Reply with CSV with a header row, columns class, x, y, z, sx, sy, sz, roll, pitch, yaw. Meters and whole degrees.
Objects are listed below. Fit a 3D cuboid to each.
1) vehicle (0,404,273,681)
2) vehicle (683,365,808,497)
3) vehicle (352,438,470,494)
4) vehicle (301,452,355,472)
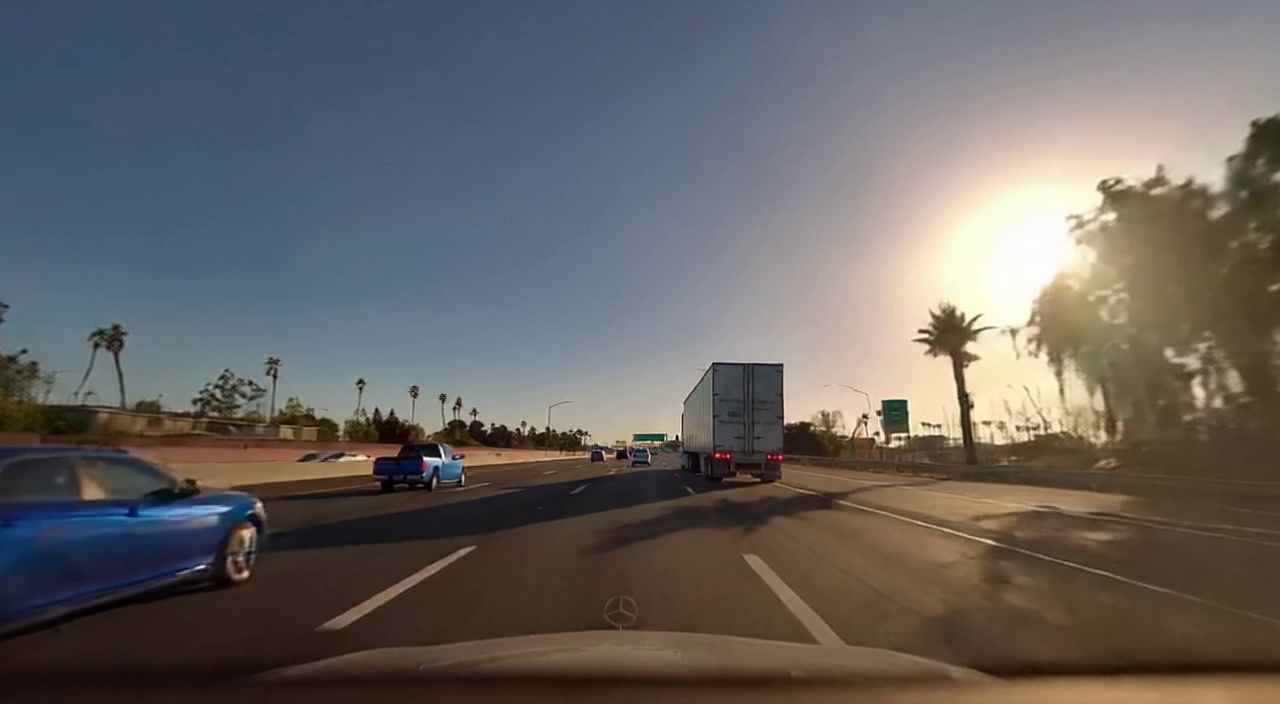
class,x,y,z,sx,sy,sz,roll,pitch,yaw
vehicle,-4.651,1.141,3.982,2.120,1.537,4.139,0,-9,0
vehicle,3.837,3.686,27.930,2.891,4.123,16.415,0,-9,1
vehicle,-7.890,3.980,22.371,2.264,1.728,4.940,0,-9,1
vehicle,-24.407,8.596,49.424,1.805,1.469,4.586,0,-9,2
